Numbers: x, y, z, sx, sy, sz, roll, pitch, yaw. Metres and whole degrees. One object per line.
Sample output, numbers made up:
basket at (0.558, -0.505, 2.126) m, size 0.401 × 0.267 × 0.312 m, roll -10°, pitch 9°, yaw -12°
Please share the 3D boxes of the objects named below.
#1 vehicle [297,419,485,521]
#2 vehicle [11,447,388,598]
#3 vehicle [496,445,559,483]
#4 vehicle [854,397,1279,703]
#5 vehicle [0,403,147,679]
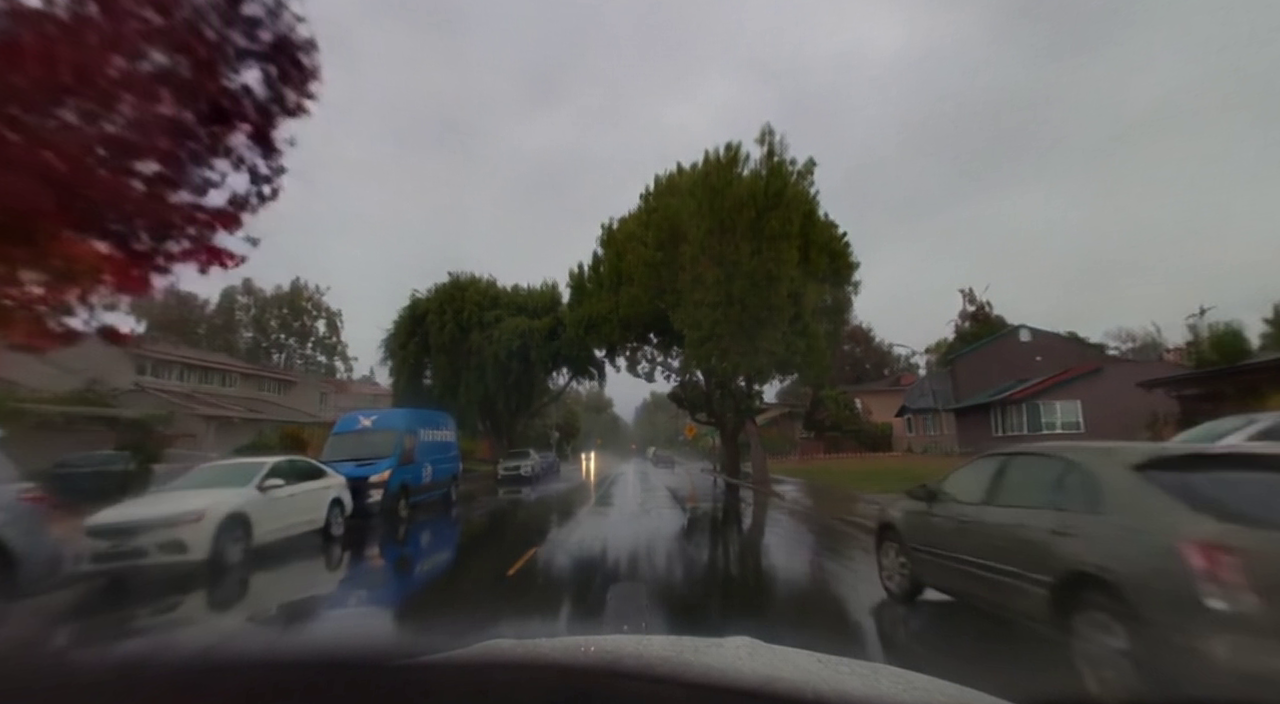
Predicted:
vehicle at (-5.594, 2.725, 15.200) m, size 2.315 × 2.008 × 5.343 m, roll 0°, pitch -8°, yaw 0°
vehicle at (-5.568, 2.136, 8.963) m, size 1.909 × 1.517 × 4.580 m, roll 0°, pitch -8°, yaw 2°
vehicle at (-5.001, 5.004, 28.624) m, size 2.038 × 1.571 × 4.524 m, roll 0°, pitch -8°, yaw 0°
vehicle at (3.246, 1.238, 4.372) m, size 1.945 × 1.514 × 4.552 m, roll 0°, pitch -8°, yaw 0°
vehicle at (-5.433, 1.119, 3.168) m, size 2.090 × 1.855 × 4.494 m, roll 0°, pitch -8°, yaw 2°
